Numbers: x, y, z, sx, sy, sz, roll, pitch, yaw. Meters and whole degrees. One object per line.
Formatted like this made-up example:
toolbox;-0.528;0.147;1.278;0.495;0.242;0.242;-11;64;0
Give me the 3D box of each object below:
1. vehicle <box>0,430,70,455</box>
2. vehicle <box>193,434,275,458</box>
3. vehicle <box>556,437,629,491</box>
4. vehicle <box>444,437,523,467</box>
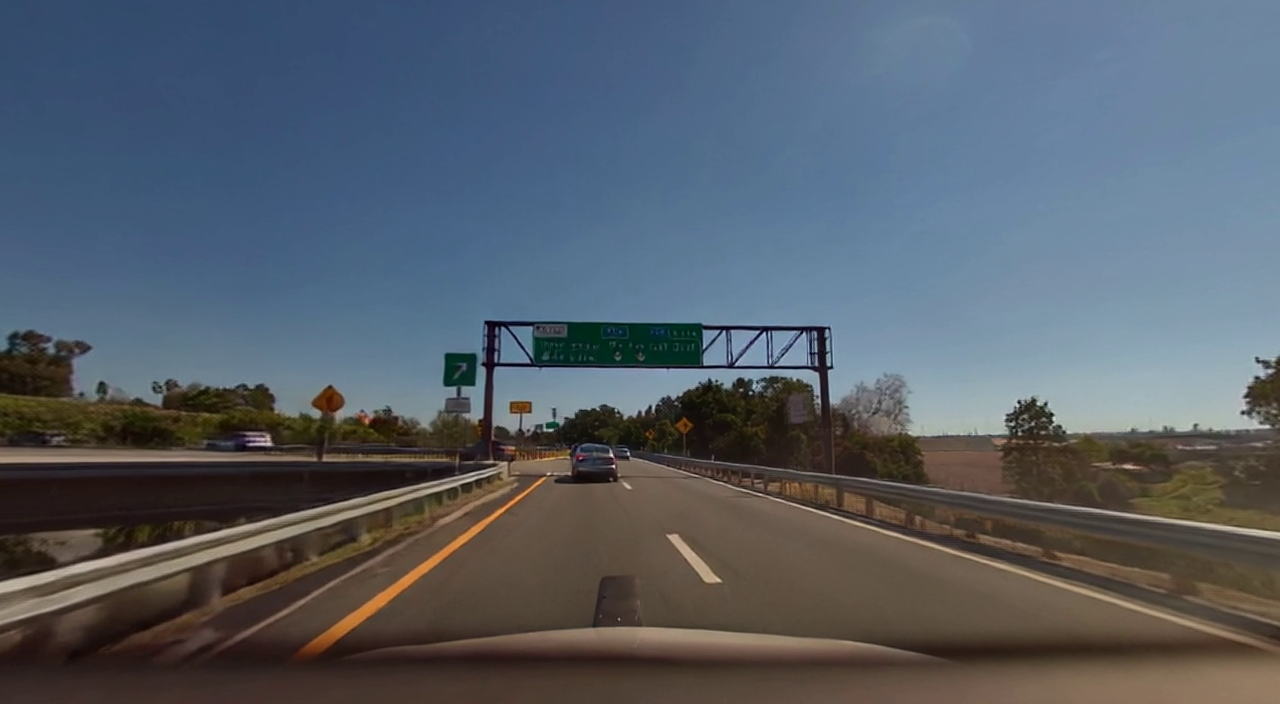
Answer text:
vehicle;-38.533;5.633;39.025;4.005;1.472;1.807;1;-9;-8
vehicle;-25.959;6.010;40.144;3.904;1.482;1.834;0;-9;-1
vehicle;-1.455;3.395;19.306;2.006;1.486;3.950;1;-9;-4
vehicle;-8.535;5.422;34.002;4.278;1.505;2.018;-8;-11;40
